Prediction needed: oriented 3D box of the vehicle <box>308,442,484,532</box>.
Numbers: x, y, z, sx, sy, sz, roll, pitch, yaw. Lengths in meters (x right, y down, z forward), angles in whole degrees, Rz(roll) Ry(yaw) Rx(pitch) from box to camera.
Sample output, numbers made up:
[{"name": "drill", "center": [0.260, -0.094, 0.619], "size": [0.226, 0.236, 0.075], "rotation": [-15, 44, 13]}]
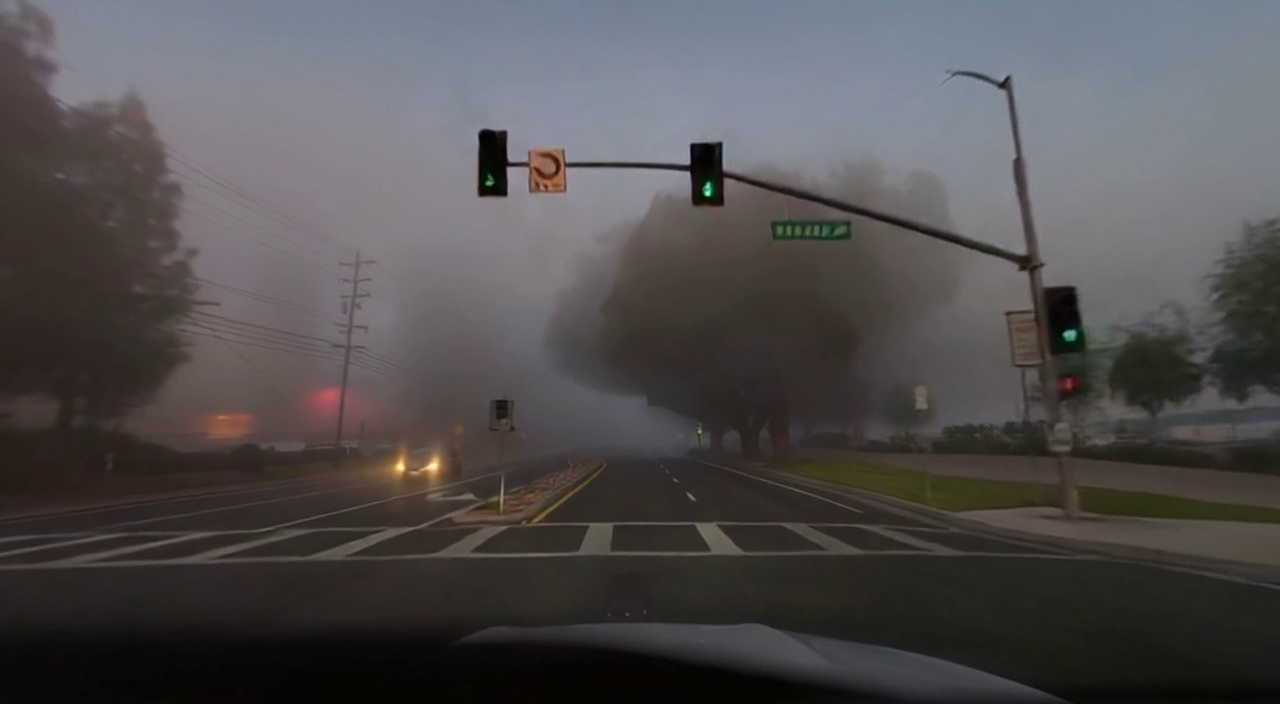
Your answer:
[{"name": "vehicle", "center": [-5.108, 2.844, 14.199], "size": [1.948, 1.471, 5.408], "rotation": [2, -7, -2]}]
